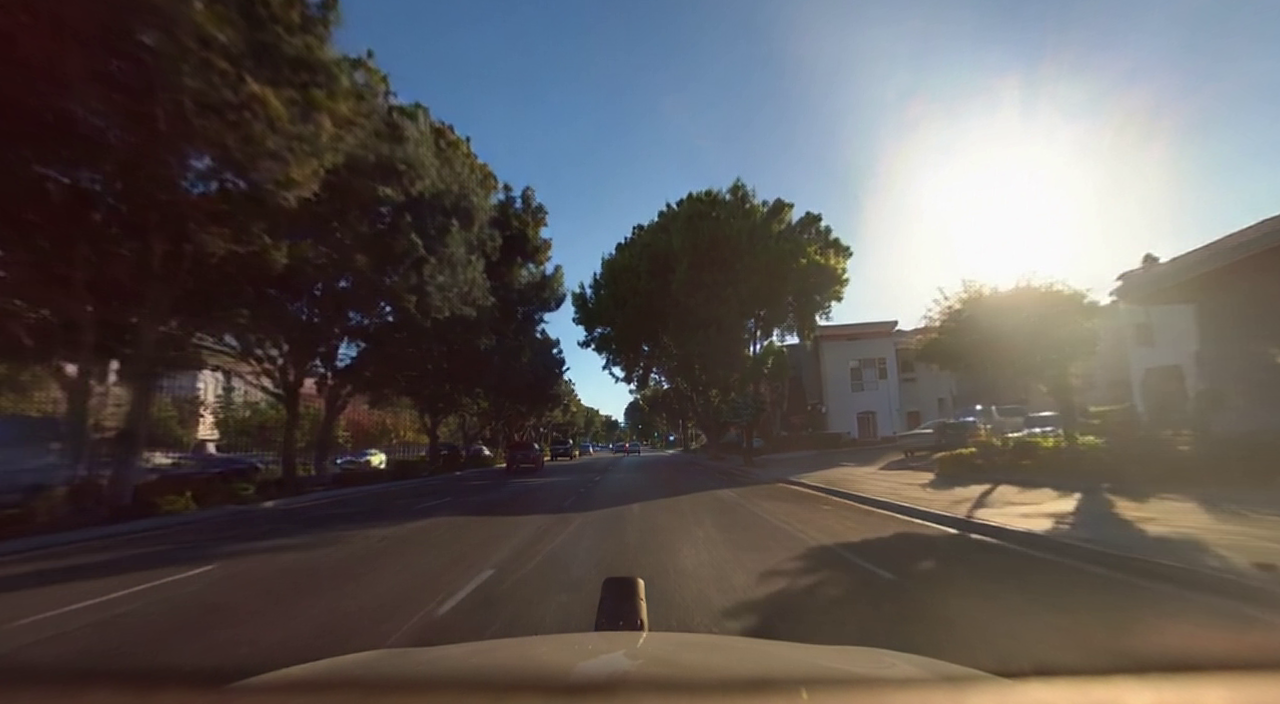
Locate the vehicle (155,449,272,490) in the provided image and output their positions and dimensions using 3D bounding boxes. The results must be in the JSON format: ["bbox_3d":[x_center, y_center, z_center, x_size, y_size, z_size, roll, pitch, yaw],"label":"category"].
[{"bbox_3d":[-18.049,4.942,27.042,1.874,1.587,4.492,0,-9,0],"label":"vehicle"}]

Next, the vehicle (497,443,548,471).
[{"bbox_3d":[-6.461,5.824,35.289,1.970,1.456,4.441,0,-9,0],"label":"vehicle"}]

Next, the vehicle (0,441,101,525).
[{"bbox_3d":[-14.702,2.877,13.912,1.947,1.784,4.175,0,-9,0],"label":"vehicle"}]

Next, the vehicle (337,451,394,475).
[{"bbox_3d":[-17.936,7.290,41.561,1.794,1.449,4.384,0,-9,0],"label":"vehicle"}]

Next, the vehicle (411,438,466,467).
[{"bbox_3d":[-15.095,7.569,47.676,2.326,2.030,5.373,0,-9,1],"label":"vehicle"}]
